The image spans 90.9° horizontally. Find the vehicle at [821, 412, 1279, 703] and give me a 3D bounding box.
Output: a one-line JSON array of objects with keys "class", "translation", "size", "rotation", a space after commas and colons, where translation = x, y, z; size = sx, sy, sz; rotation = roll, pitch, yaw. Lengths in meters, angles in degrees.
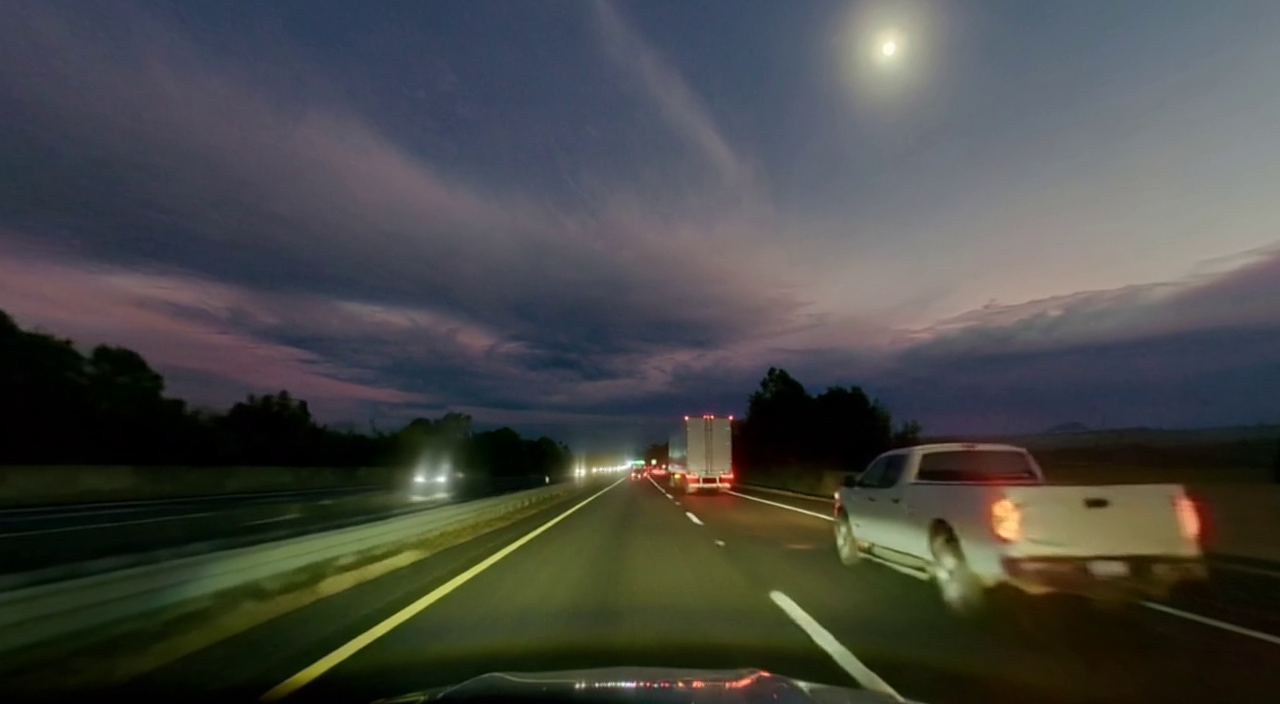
[{"class": "vehicle", "translation": [3.471, 1.614, 5.923], "size": [2.124, 1.662, 4.641], "rotation": [1, -10, -1]}]

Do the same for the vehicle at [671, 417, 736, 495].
[{"class": "vehicle", "translation": [3.751, 6.816, 40.727], "size": [2.863, 4.088, 14.040], "rotation": [1, -10, 1]}]

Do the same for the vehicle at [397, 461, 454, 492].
[{"class": "vehicle", "translation": [-12.953, 7.539, 38.305], "size": [1.912, 1.695, 4.292], "rotation": [1, -10, 0]}]
